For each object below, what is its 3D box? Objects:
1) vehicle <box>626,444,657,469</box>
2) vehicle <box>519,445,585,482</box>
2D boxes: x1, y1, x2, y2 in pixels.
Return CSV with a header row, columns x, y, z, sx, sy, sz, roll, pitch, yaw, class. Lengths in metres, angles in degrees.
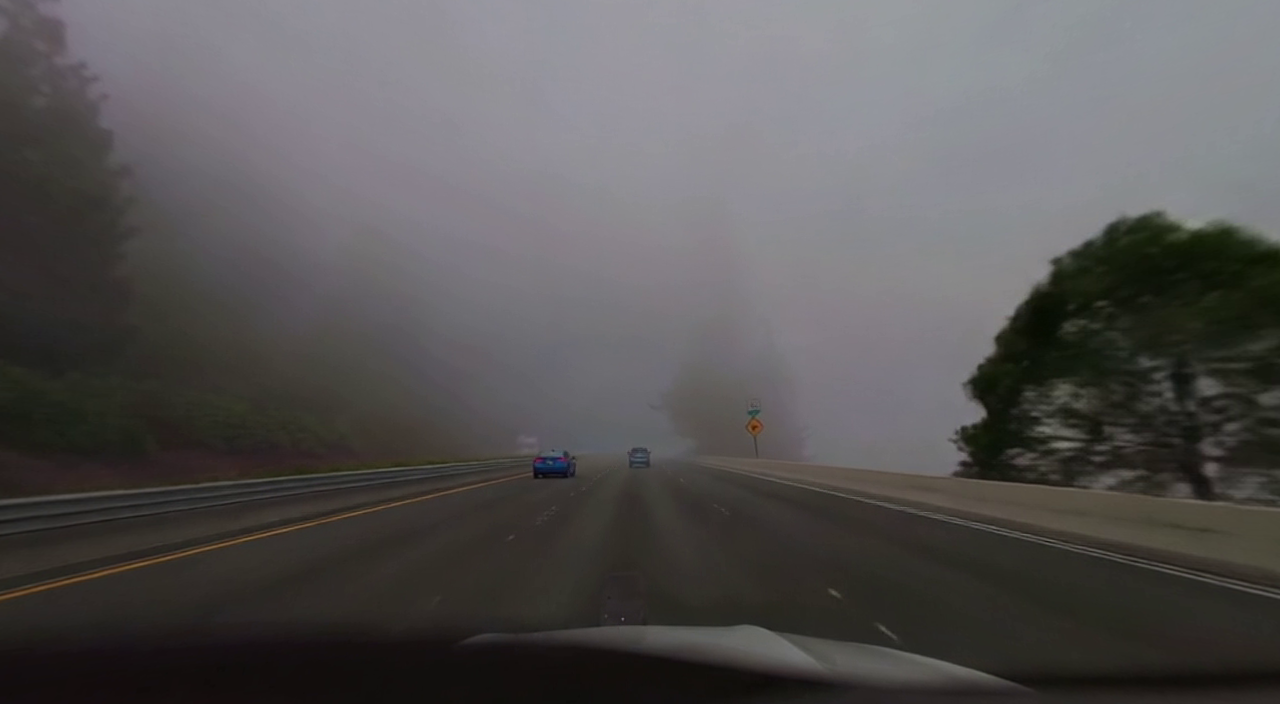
x,y,z,sx,sy,sz,roll,pitch,yaw,class
0.075,6.940,41.996,2.011,1.590,3.607,0,-9,0,vehicle
-3.734,4.838,27.649,2.157,1.483,4.601,0,-9,1,vehicle
